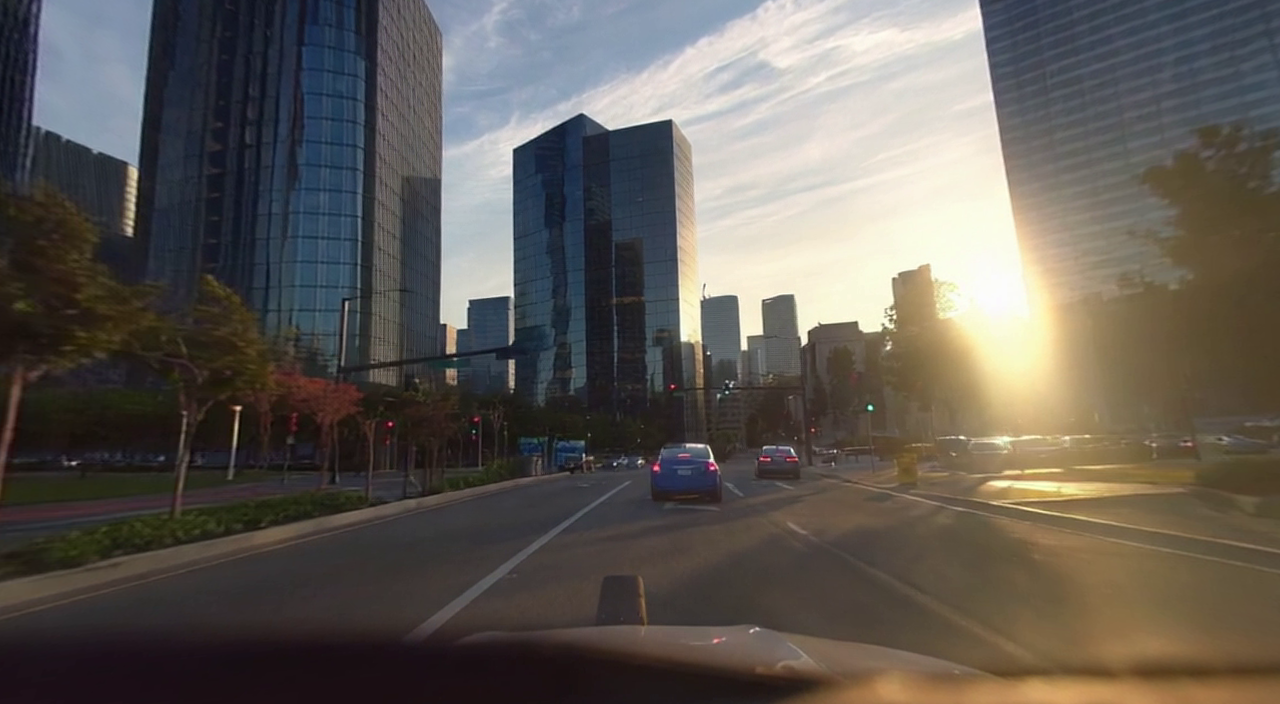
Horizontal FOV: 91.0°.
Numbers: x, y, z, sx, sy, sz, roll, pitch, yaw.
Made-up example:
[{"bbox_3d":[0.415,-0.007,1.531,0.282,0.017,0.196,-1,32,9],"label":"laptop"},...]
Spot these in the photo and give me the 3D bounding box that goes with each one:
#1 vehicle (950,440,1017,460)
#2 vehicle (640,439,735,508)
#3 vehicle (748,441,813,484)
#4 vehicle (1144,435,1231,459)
[{"bbox_3d":[26.941,7.713,49.542,4.154,1.475,1.862,-2,-9,10],"label":"vehicle"},{"bbox_3d":[1.176,3.043,16.134,2.127,1.497,4.020,-1,-9,3],"label":"vehicle"},{"bbox_3d":[5.342,4.265,24.479,1.916,1.492,3.911,-1,-9,5],"label":"vehicle"},{"bbox_3d":[39.418,6.876,45.434,4.274,1.503,1.755,-4,-11,9],"label":"vehicle"}]
